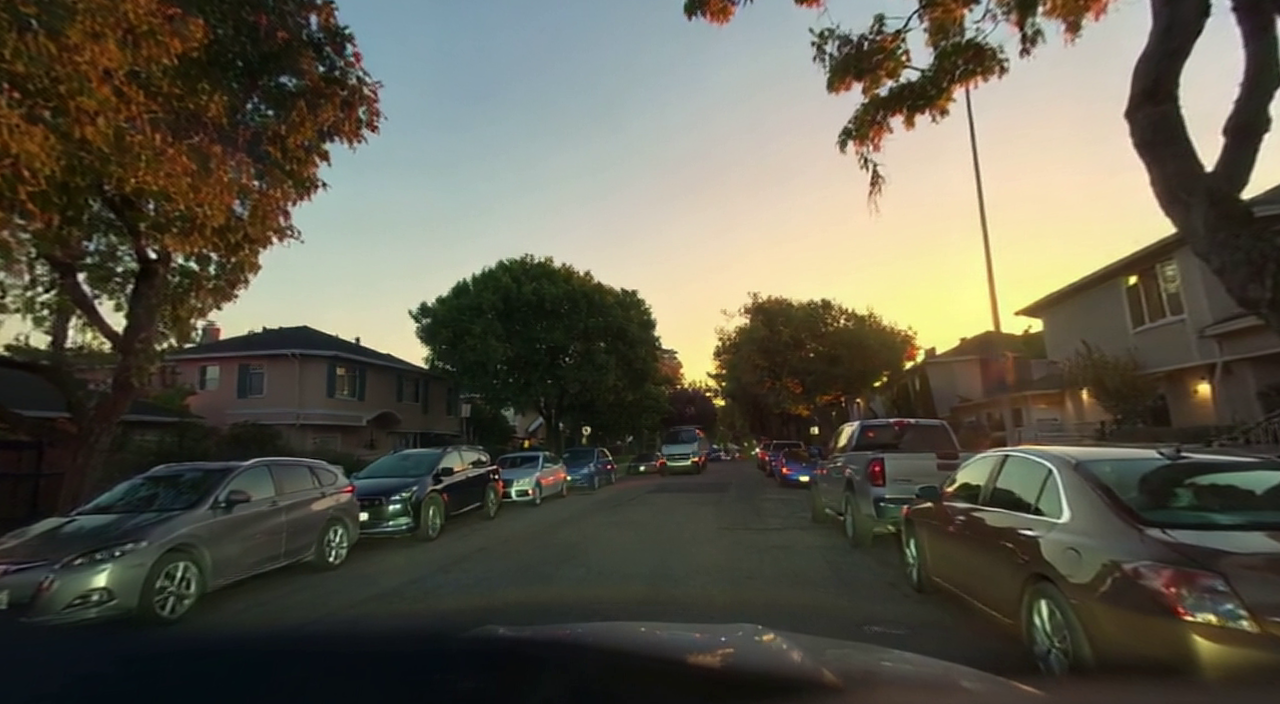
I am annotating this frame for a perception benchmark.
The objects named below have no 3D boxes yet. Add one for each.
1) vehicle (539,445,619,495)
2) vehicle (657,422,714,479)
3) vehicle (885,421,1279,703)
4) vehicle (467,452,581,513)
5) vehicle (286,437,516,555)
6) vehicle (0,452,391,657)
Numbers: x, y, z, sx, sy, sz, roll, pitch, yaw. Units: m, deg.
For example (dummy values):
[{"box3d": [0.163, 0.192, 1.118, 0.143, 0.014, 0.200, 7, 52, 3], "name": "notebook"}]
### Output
[{"box3d": [-2.324, 4.683, 25.648, 2.002, 1.781, 5.380, -1, -8, 8], "name": "vehicle"}, {"box3d": [2.739, 5.577, 36.028, 2.716, 2.887, 6.781, -1, -9, 9], "name": "vehicle"}, {"box3d": [3.388, 1.297, 4.421, 1.992, 1.456, 4.610, -1, -8, 7], "name": "vehicle"}, {"box3d": [-3.217, 3.734, 18.636, 1.861, 1.474, 4.749, -1, -8, 8], "name": "vehicle"}, {"box3d": [-4.279, 2.634, 12.496, 2.203, 1.815, 4.972, -1, -8, 5], "name": "vehicle"}, {"box3d": [-4.884, 1.939, 7.254, 1.855, 1.510, 4.406, -1, -8, 6], "name": "vehicle"}]
